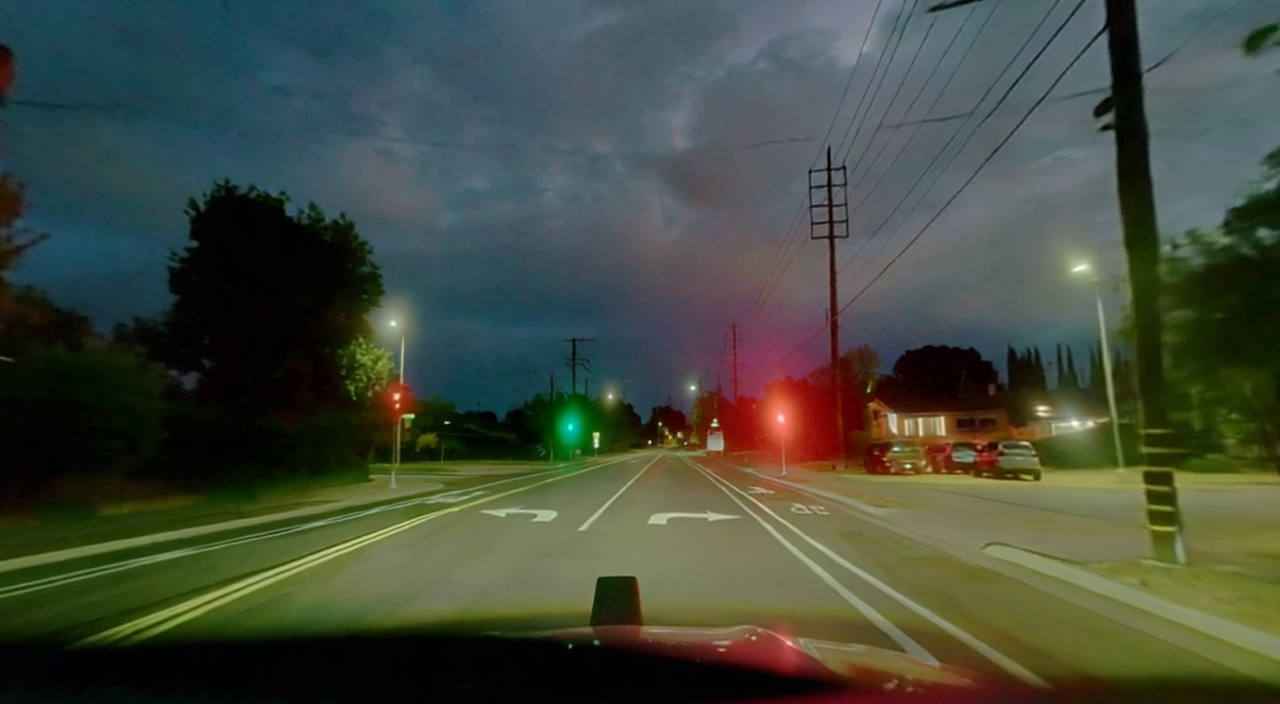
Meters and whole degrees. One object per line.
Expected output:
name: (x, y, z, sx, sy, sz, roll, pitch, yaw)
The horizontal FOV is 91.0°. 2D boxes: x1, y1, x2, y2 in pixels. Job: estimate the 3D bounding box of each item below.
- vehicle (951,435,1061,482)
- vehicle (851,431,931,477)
vehicle: (14.677, 4.280, 25.573, 1.935, 1.683, 4.669, 0, -9, 4)
vehicle: (11.529, 4.712, 29.280, 1.912, 1.953, 4.651, 0, -9, 2)
